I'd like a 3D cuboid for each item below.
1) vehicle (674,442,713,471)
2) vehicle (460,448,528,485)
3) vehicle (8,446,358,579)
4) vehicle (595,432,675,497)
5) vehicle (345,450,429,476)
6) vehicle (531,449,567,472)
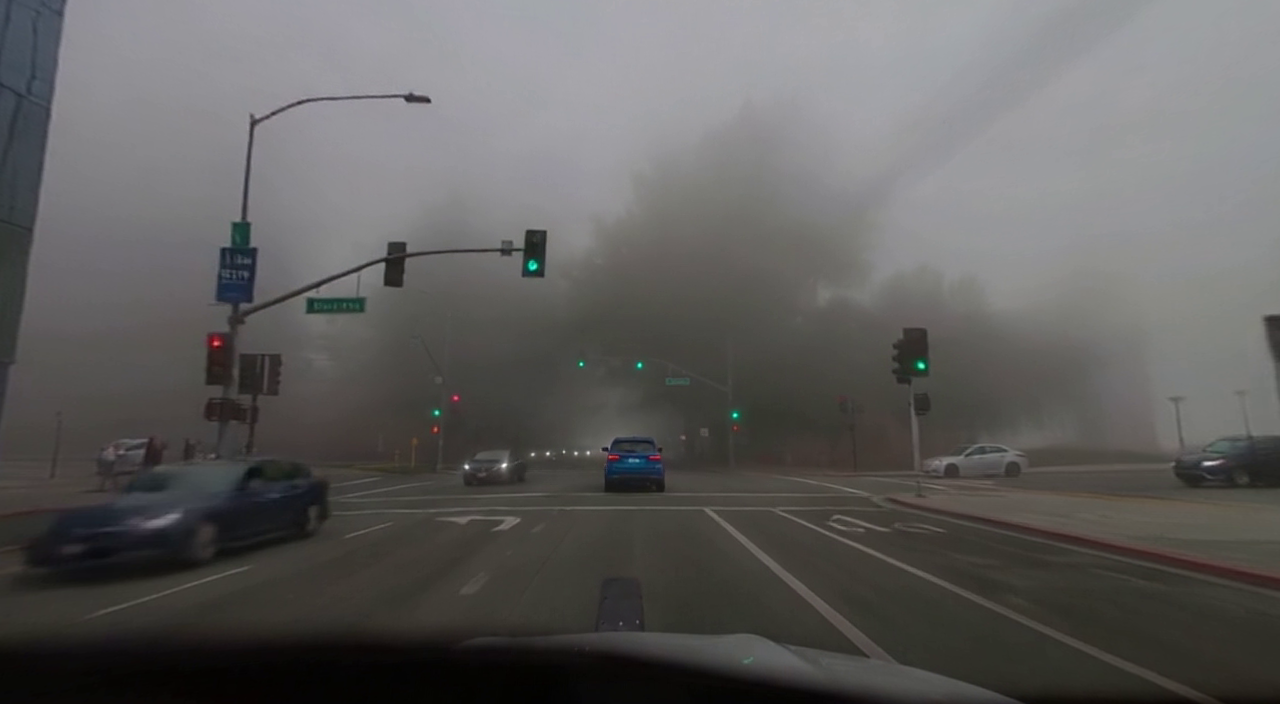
[{"bbox_3d":[3.679,7.259,44.159,2.113,1.869,5.322,0,-9,-2],"label":"vehicle"},{"bbox_3d":[-6.377,5.050,28.142,1.934,1.476,4.457,0,-9,1],"label":"vehicle"},{"bbox_3d":[-6.134,2.138,9.344,1.908,1.475,4.337,0,-9,0],"label":"vehicle"},{"bbox_3d":[-0.172,3.413,19.468,2.183,1.765,4.059,0,-9,-1],"label":"vehicle"},{"bbox_3d":[-16.128,7.052,40.398,4.588,1.582,1.980,6,-11,-33],"label":"vehicle"},{"bbox_3d":[-6.459,7.738,45.276,1.874,1.480,4.148,0,-9,0],"label":"vehicle"}]
